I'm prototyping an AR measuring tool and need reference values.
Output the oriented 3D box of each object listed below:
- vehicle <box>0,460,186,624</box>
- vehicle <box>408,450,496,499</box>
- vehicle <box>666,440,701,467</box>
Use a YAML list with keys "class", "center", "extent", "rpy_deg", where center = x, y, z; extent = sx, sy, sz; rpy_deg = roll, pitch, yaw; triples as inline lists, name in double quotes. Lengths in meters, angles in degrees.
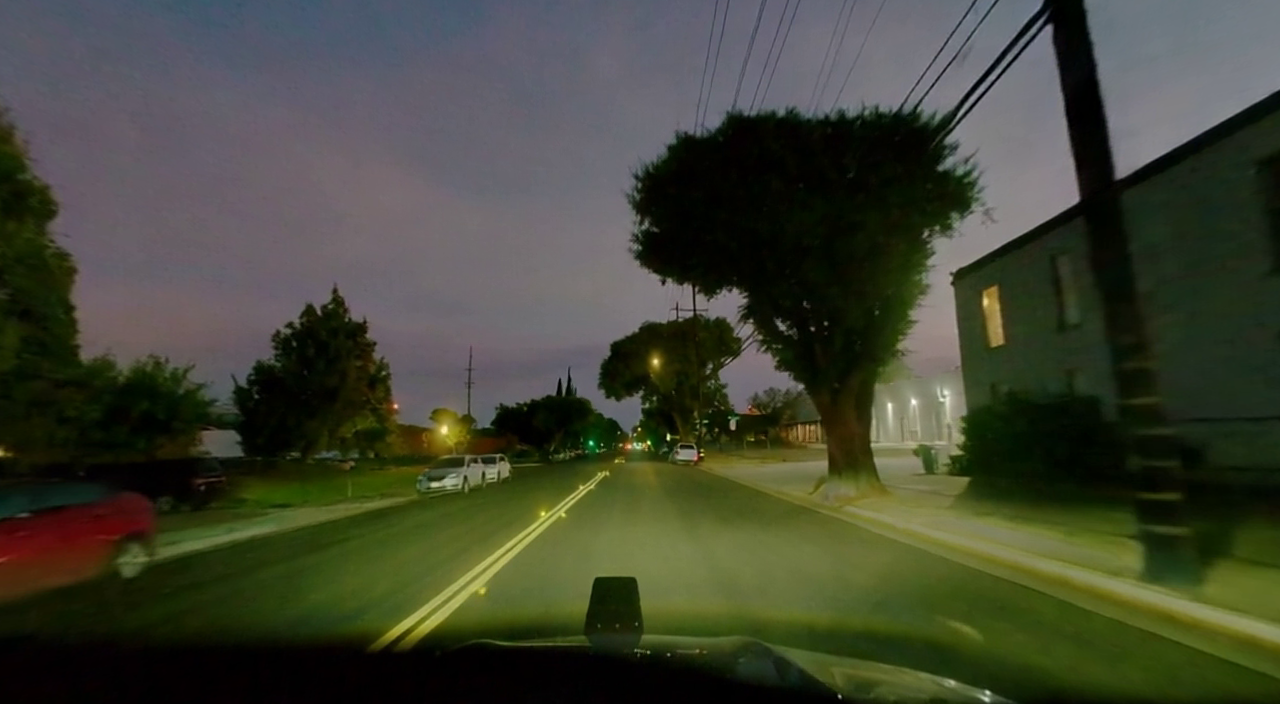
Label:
- class: "vehicle"
  center: [-6.613, 1.785, 5.749]
  extent: [1.815, 1.384, 4.357]
  rpy_deg: [-3, -9, -1]
- class: "vehicle"
  center: [-6.680, 4.358, 22.956]
  extent: [1.887, 1.460, 4.444]
  rpy_deg: [-4, -9, -1]
- class: "vehicle"
  center: [3.112, 7.300, 45.769]
  extent: [2.138, 1.820, 5.218]
  rpy_deg: [0, -8, 0]
